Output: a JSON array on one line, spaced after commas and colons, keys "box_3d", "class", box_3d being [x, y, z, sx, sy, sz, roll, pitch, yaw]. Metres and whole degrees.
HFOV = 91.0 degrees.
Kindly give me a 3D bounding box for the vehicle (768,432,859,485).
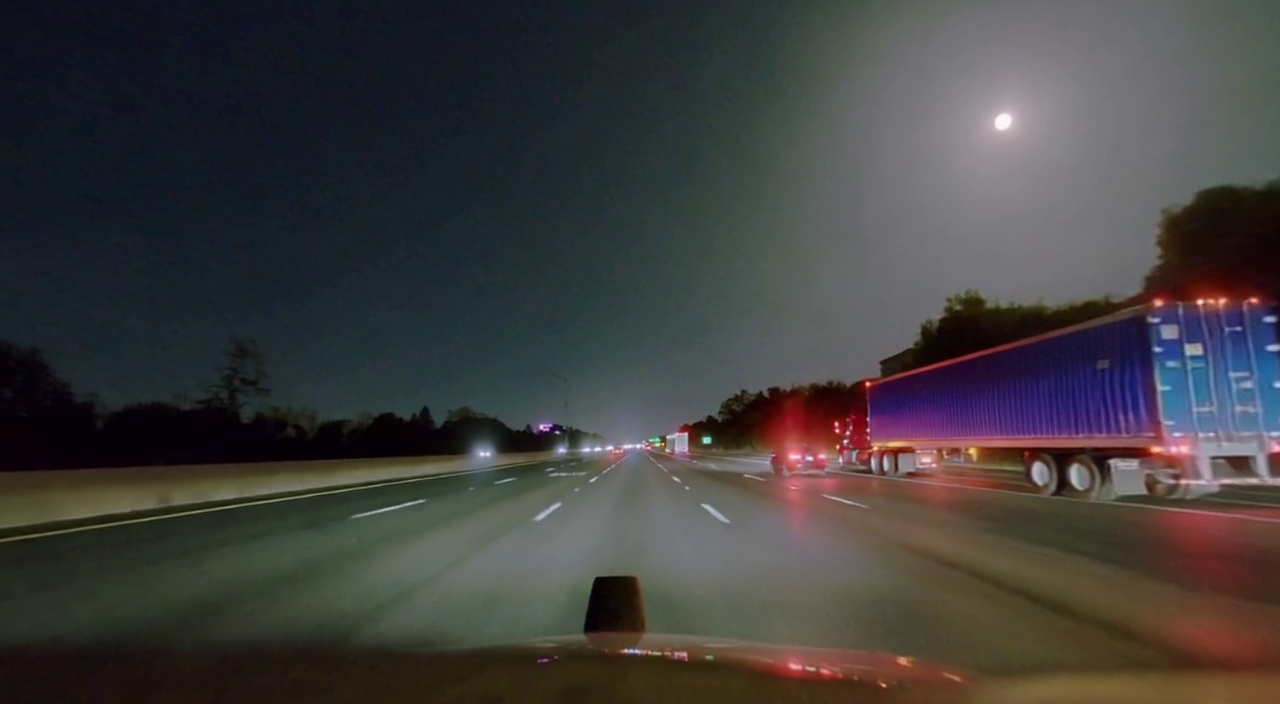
[{"box_3d": [6.316, 3.938, 23.577, 2.096, 1.767, 4.601, 0, -9, 0], "class": "vehicle"}]
